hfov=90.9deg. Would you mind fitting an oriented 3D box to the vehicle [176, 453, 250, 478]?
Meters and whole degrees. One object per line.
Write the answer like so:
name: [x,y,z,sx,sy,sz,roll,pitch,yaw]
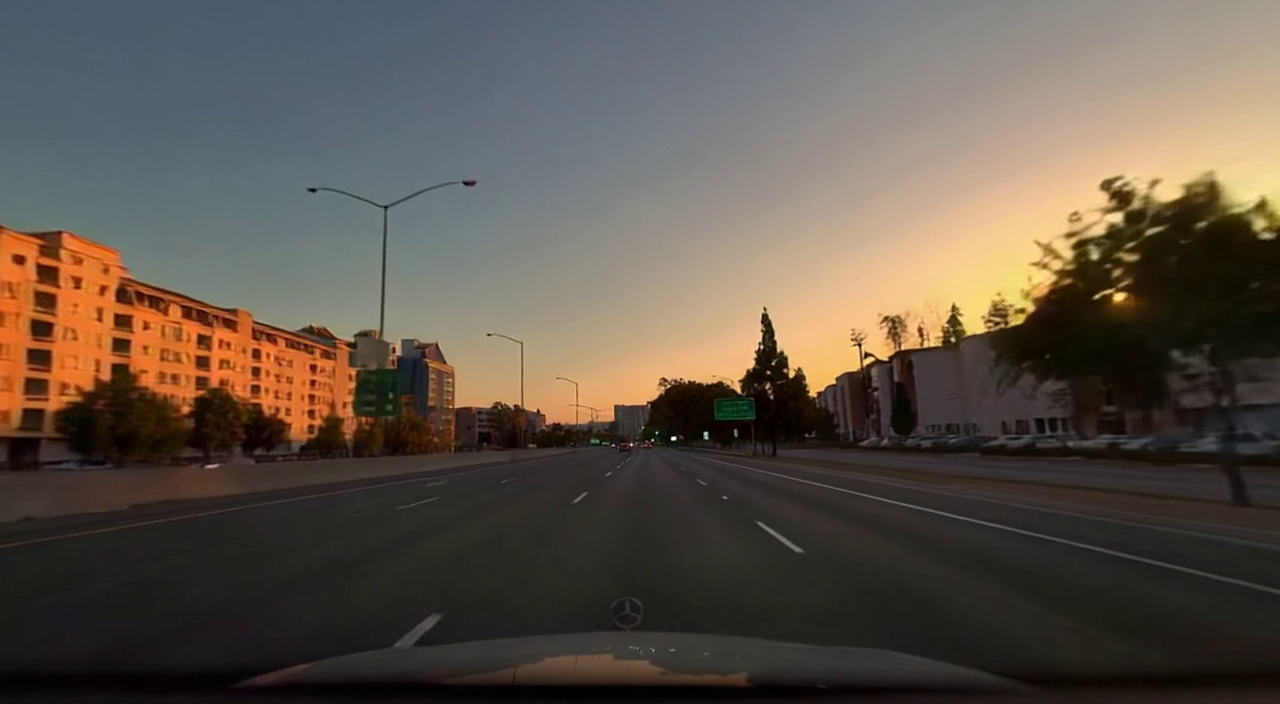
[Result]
vehicle: [-27.917,7.403,41.432,1.769,1.485,4.336,0,-8,1]
